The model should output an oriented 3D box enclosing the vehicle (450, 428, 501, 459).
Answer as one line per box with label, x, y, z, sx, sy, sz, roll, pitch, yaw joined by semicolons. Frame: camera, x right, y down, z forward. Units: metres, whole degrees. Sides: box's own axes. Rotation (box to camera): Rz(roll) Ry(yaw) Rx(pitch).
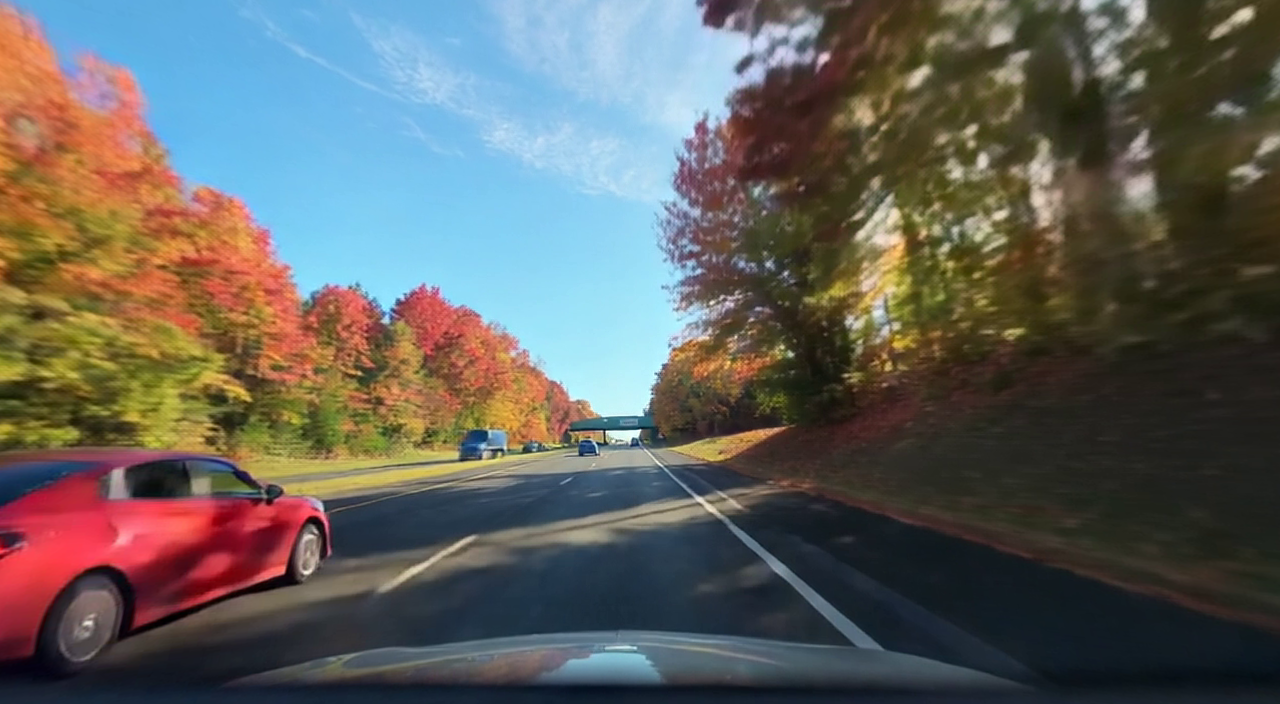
vehicle;-12.174;6.855;47.053;2.283;2.179;5.710;0;-8;0
